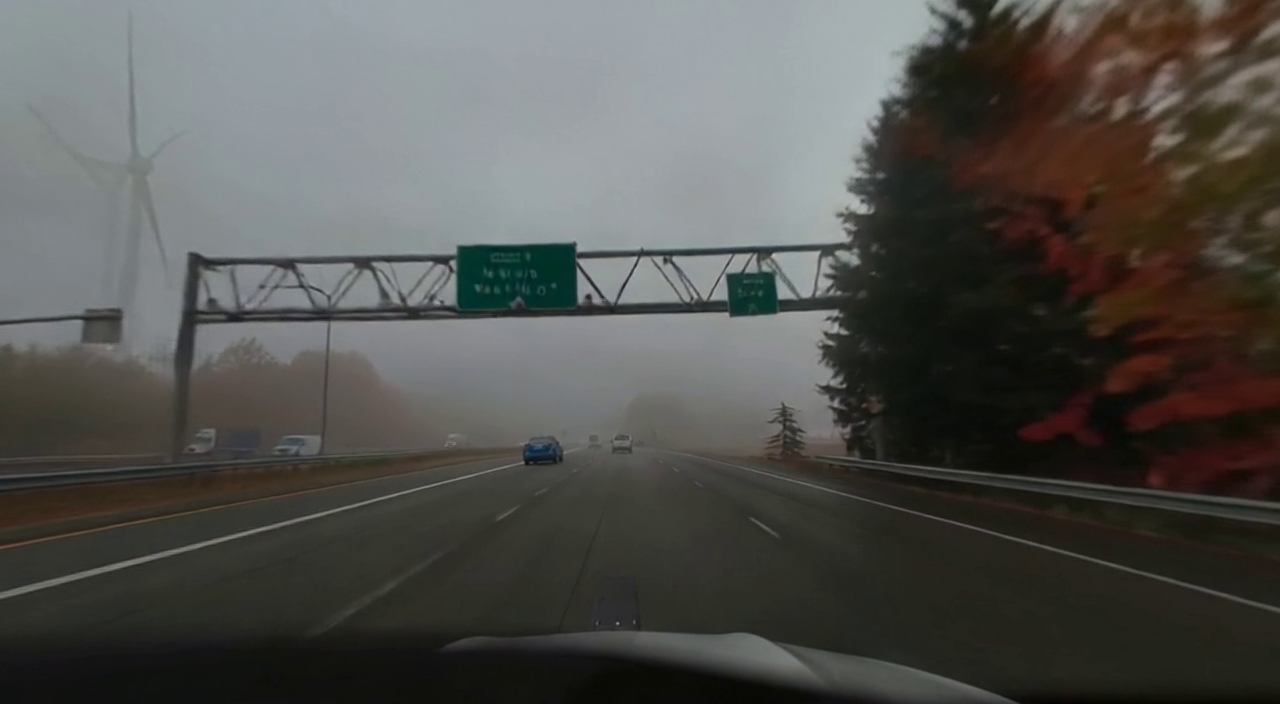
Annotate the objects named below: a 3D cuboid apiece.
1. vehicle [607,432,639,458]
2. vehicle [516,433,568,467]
[{"bbox_3d":[-1.214,6.840,46.415,2.213,1.774,4.563,0,-8,-1],"label":"vehicle"},{"bbox_3d":[-5.009,5.026,32.621,2.062,1.622,4.153,0,-8,-1],"label":"vehicle"}]
